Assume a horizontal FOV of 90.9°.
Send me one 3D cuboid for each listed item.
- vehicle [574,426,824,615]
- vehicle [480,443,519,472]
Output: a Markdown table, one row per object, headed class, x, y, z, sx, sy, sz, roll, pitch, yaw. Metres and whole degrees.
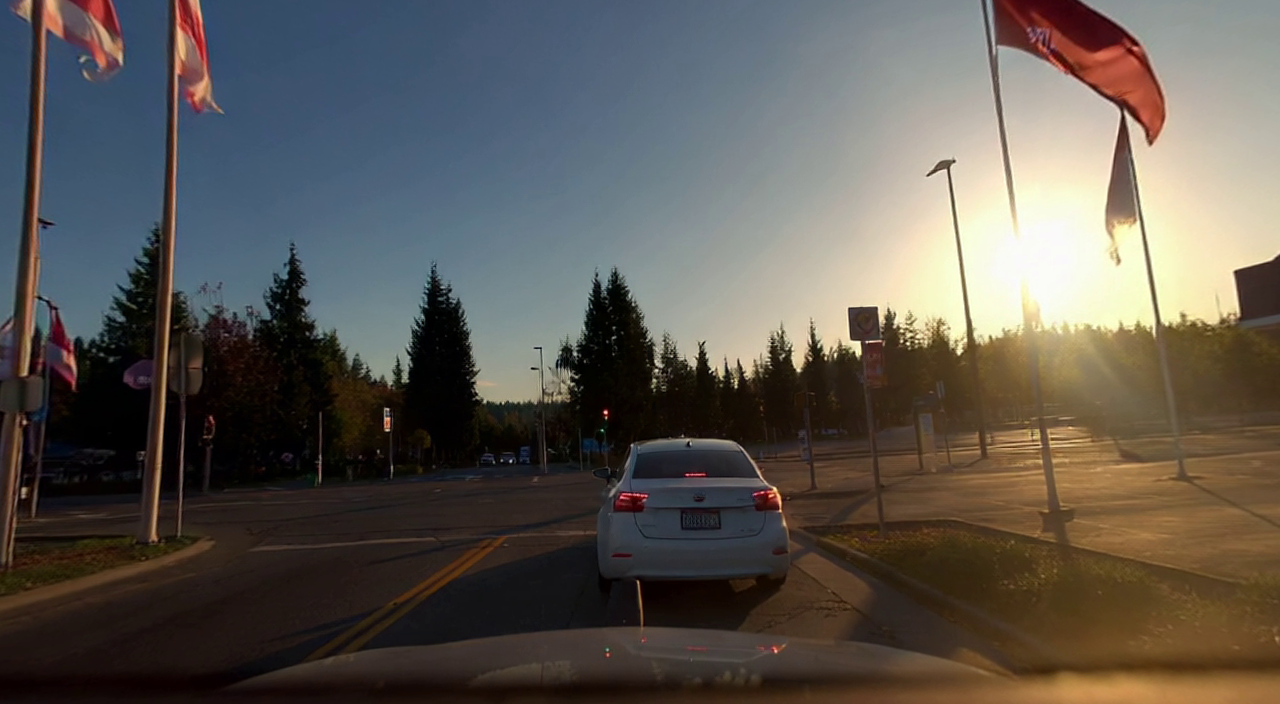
| class | x | y | z | sx | sy | sz | roll | pitch | yaw |
| --- | --- | --- | --- | --- | --- | --- | --- | --- | --- |
| vehicle | 0.378 | 1.621 | 6.897 | 1.985 | 1.463 | 3.647 | 0 | -9 | -3 |
| vehicle | -10.058 | 7.590 | 45.343 | 2.212 | 1.948 | 4.537 | 0 | -9 | -6 |
